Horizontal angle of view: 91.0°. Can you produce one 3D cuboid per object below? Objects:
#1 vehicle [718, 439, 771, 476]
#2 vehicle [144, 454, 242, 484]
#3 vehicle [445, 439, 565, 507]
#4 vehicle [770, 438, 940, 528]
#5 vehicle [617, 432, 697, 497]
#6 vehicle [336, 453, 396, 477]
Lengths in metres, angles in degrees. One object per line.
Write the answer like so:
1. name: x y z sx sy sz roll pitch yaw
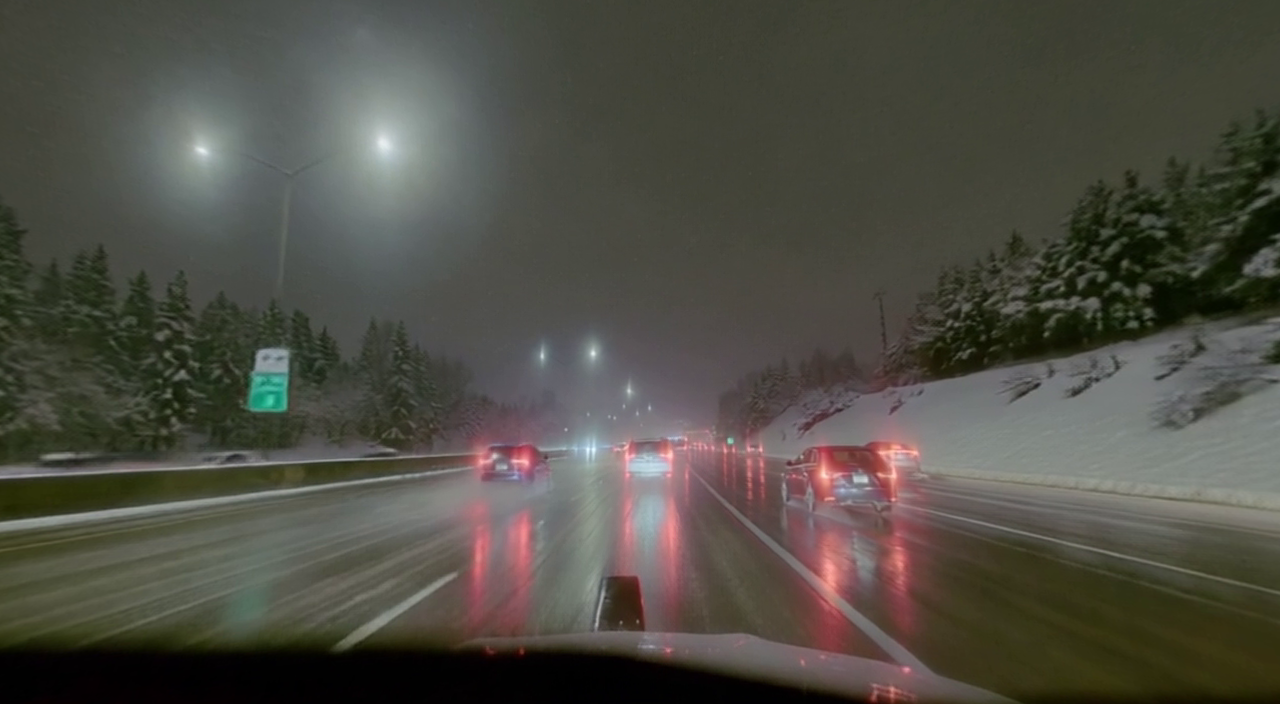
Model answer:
1. vehicle: 5.234 5.374 32.170 2.063 1.710 4.591 0 -9 2
2. vehicle: -26.036 6.801 36.911 1.906 1.508 4.841 0 -9 5
3. vehicle: -3.300 3.059 16.380 2.012 1.495 4.169 0 -9 3
4. vehicle: 4.140 2.590 13.028 1.999 1.514 4.338 0 -9 0
5. vehicle: 0.525 3.398 19.328 2.181 1.728 3.970 0 -9 1
6. vehicle: -19.151 7.907 44.261 2.031 1.551 4.268 0 -9 4
